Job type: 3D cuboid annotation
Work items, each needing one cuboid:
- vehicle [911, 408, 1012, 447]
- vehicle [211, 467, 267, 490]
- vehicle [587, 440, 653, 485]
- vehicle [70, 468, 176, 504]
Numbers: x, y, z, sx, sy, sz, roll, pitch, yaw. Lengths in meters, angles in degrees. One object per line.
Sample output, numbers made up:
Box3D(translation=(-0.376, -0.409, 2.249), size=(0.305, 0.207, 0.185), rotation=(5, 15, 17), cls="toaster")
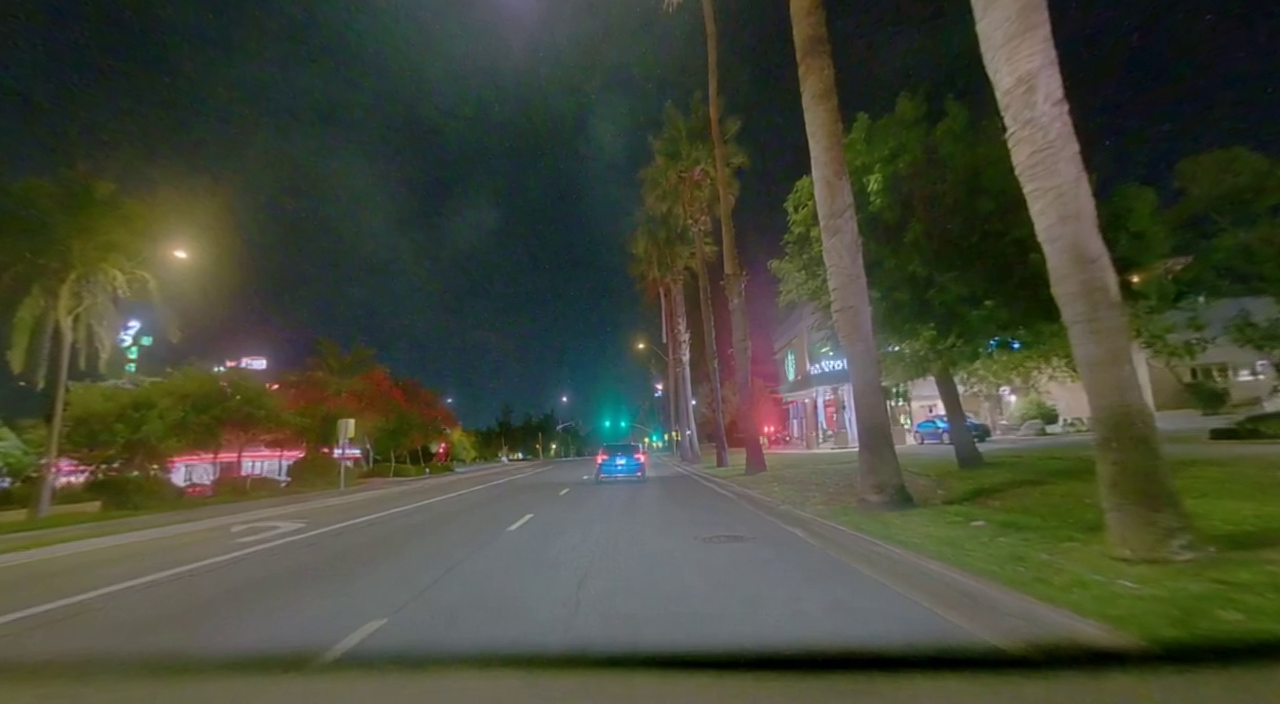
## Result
Box3D(translation=(13.346, 3.233, 26.542), size=(1.827, 1.497, 4.468), rotation=(0, -8, -1), cls="vehicle")
Box3D(translation=(-30.632, 9.620, 48.380), size=(1.791, 1.511, 4.030), rotation=(0, -8, -4), cls="vehicle")
Box3D(translation=(-0.688, 3.959, 23.009), size=(2.156, 1.462, 4.495), rotation=(0, -8, -1), cls="vehicle")
Box3D(translation=(-30.247, 7.822, 37.206), size=(2.092, 1.719, 4.868), rotation=(0, -8, 0), cls="vehicle")
